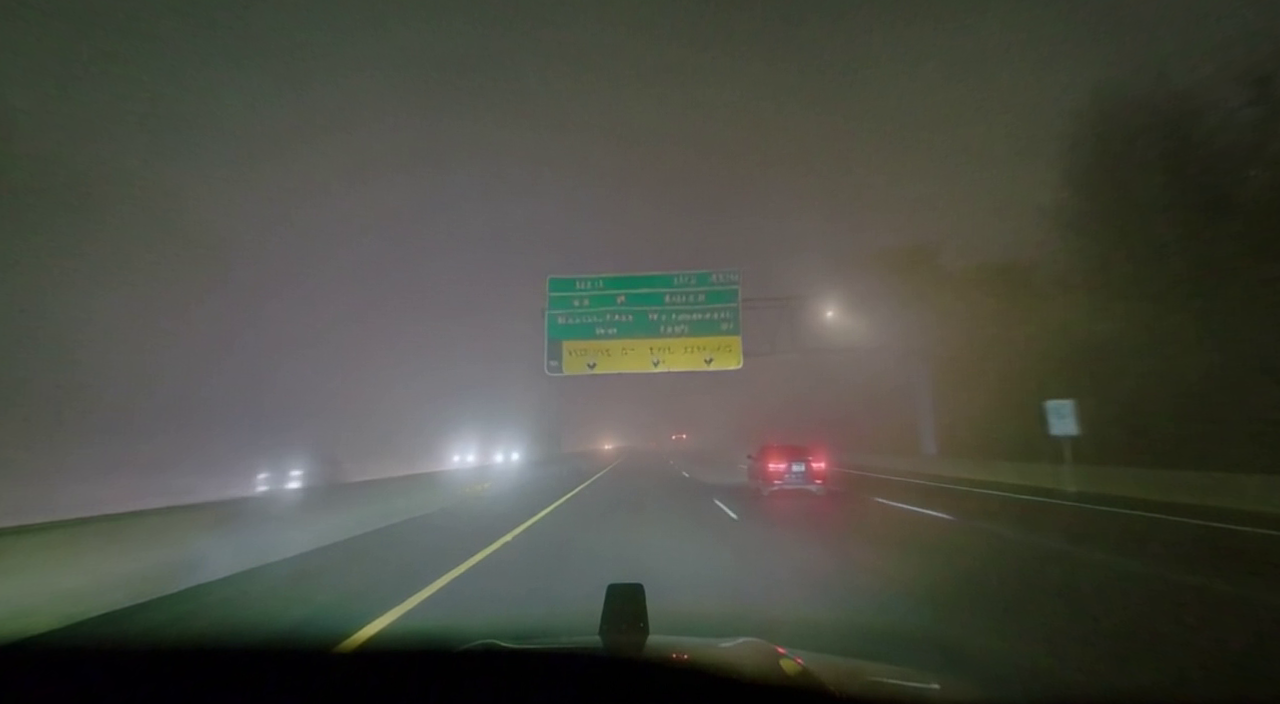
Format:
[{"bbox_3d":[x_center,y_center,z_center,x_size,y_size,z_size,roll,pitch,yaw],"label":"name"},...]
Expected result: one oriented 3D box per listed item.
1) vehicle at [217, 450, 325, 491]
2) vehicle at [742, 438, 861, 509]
[{"bbox_3d":[-15.774,5.049,27.192,1.943,1.518,4.421,0,-8,1],"label":"vehicle"},{"bbox_3d":[3.543,2.702,14.545,1.683,1.400,3.868,0,-8,-1],"label":"vehicle"}]
